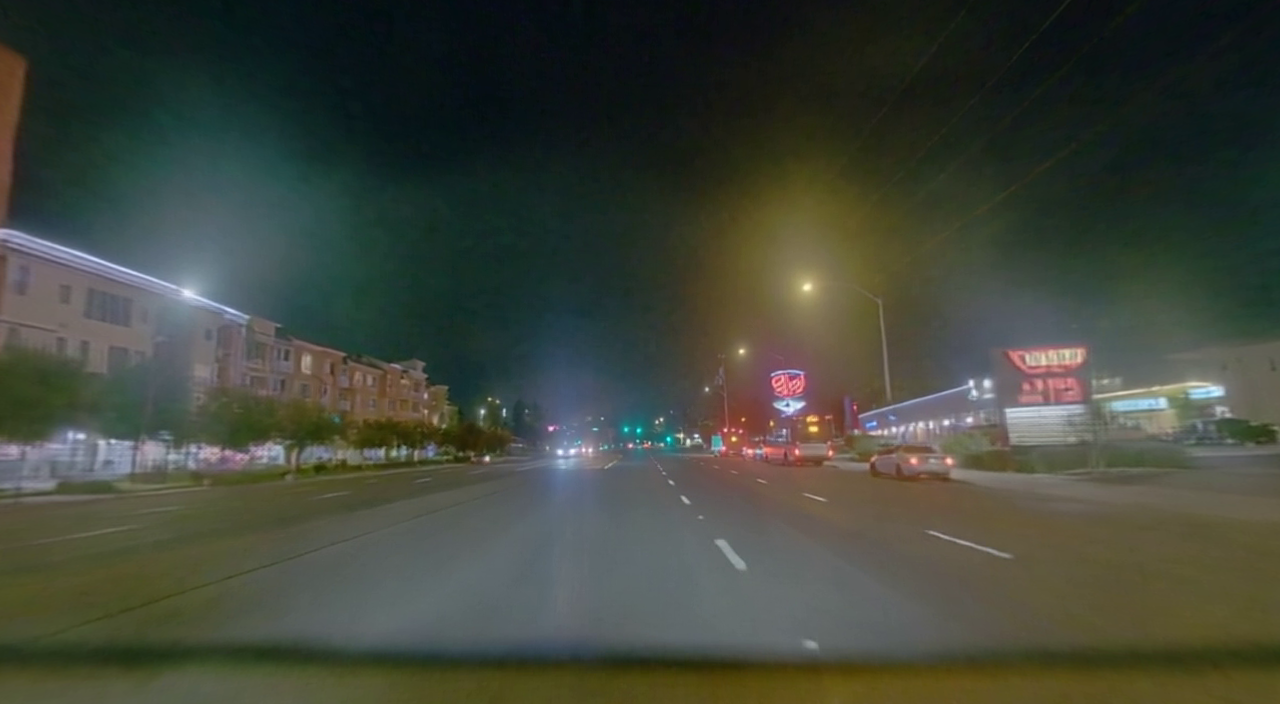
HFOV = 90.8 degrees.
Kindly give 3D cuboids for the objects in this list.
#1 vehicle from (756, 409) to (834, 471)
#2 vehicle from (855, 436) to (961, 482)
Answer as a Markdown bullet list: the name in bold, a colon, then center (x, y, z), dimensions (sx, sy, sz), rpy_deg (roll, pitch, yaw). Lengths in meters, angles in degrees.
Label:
- **vehicle**: center (9.900, 5.797, 41.370), dimensions (2.897, 3.584, 7.857), rpy_deg (1, -8, -2)
- **vehicle**: center (10.238, 4.111, 24.581), dimensions (2.085, 1.630, 4.403), rpy_deg (0, -8, -1)
